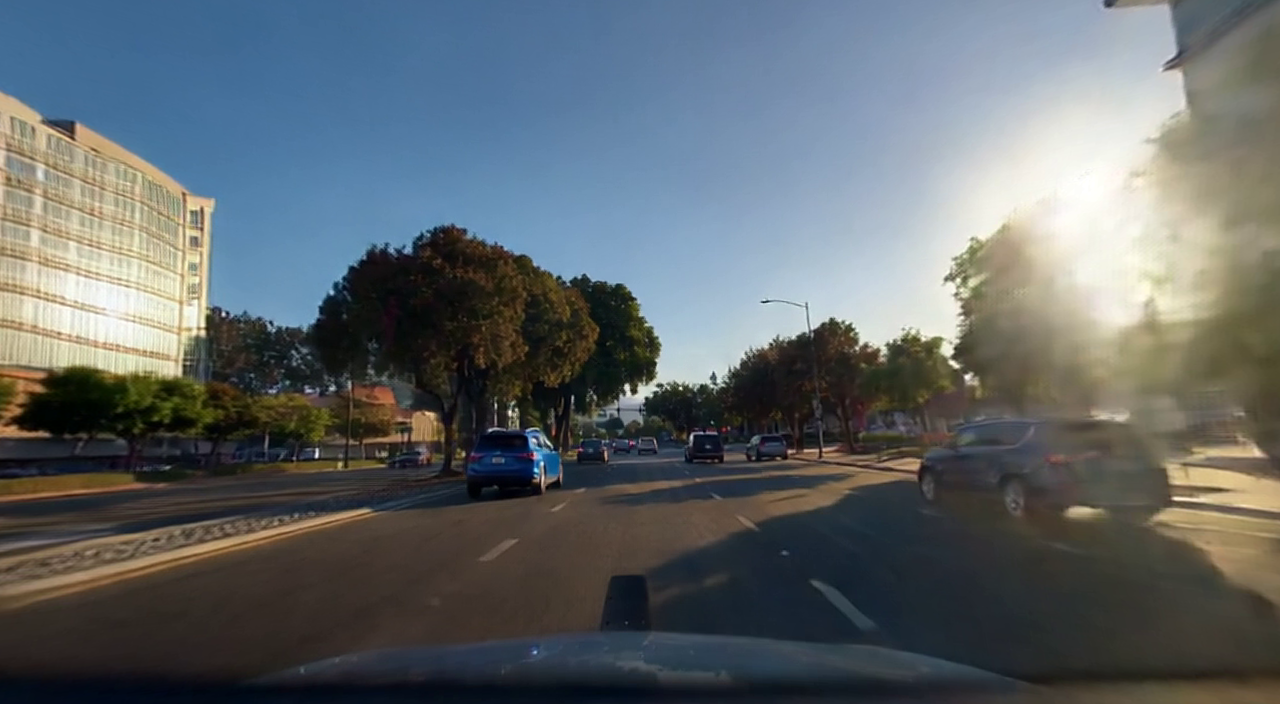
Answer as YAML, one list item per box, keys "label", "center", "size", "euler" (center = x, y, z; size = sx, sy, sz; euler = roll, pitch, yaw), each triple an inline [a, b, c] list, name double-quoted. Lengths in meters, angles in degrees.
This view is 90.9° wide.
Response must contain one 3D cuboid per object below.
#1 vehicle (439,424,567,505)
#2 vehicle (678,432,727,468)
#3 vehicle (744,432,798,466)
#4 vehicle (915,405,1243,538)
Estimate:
- label: "vehicle"
  center: [-3.189, 2.736, 15.708]
  size: [2.141, 1.719, 4.379]
  euler: [0, -9, 1]
- label: "vehicle"
  center: [3.360, 5.414, 34.889]
  size: [2.178, 1.804, 4.766]
  euler: [0, -9, 0]
- label: "vehicle"
  center: [7.431, 5.537, 36.139]
  size: [2.076, 1.793, 4.464]
  euler: [0, -9, -1]
- label: "vehicle"
  center: [6.536, 1.846, 10.269]
  size: [2.088, 1.666, 4.512]
  euler: [0, -9, 0]
